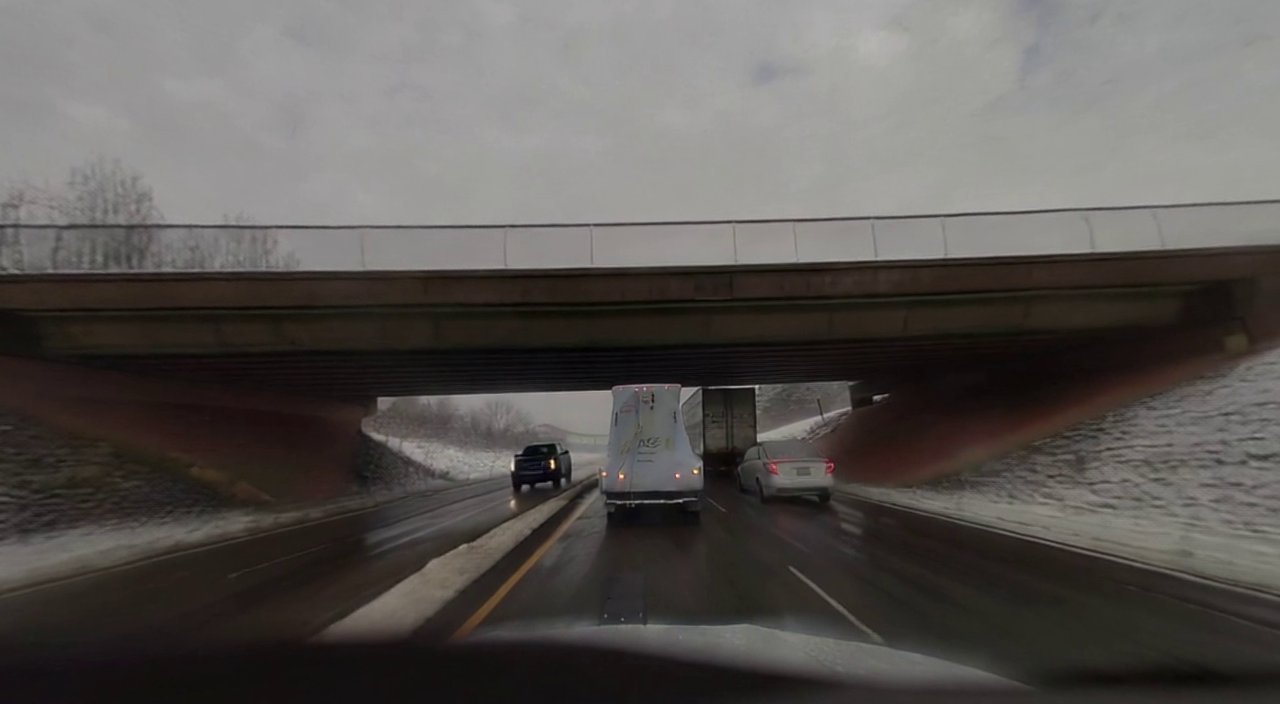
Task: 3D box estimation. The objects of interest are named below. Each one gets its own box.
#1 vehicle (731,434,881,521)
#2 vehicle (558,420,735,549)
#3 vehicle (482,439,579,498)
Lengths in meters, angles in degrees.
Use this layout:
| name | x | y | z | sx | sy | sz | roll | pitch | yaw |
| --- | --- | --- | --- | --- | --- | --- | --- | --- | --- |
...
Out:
| name | x | y | z | sx | sy | sz | roll | pitch | yaw |
| --- | --- | --- | --- | --- | --- | --- | --- | --- | --- |
| vehicle | 3.220 | 2.525 | 13.128 | 1.972 | 1.505 | 3.946 | -1 | -9 | -1 |
| vehicle | 0.105 | 2.018 | 10.162 | 2.256 | 1.615 | 4.114 | -1 | -9 | 1 |
| vehicle | -3.192 | 3.522 | 19.420 | 2.122 | 1.569 | 4.294 | -1 | -9 | 2 |
